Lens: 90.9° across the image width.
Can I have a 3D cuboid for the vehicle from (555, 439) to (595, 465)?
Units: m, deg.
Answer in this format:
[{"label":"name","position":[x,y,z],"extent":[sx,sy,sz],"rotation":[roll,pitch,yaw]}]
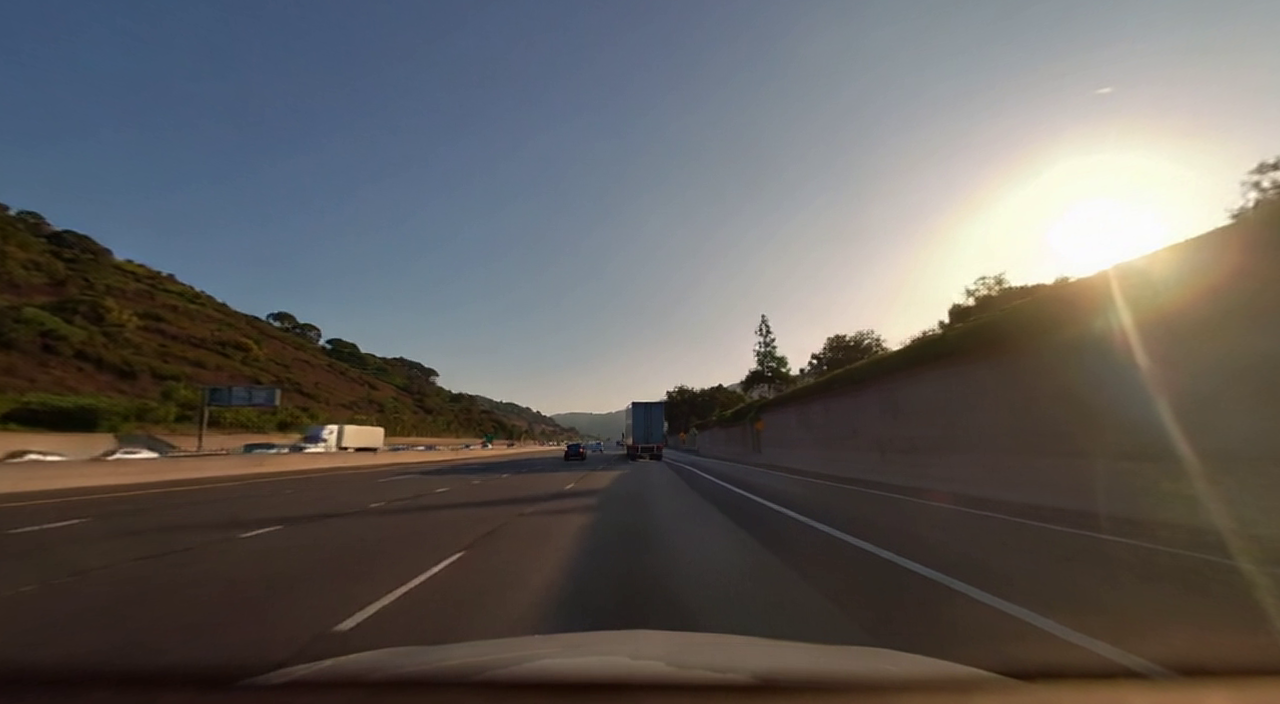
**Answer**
[{"label":"vehicle","position":[-3.998,6.255,39.440],"extent":[1.983,1.508,4.060],"rotation":[0,-9,1]}]
